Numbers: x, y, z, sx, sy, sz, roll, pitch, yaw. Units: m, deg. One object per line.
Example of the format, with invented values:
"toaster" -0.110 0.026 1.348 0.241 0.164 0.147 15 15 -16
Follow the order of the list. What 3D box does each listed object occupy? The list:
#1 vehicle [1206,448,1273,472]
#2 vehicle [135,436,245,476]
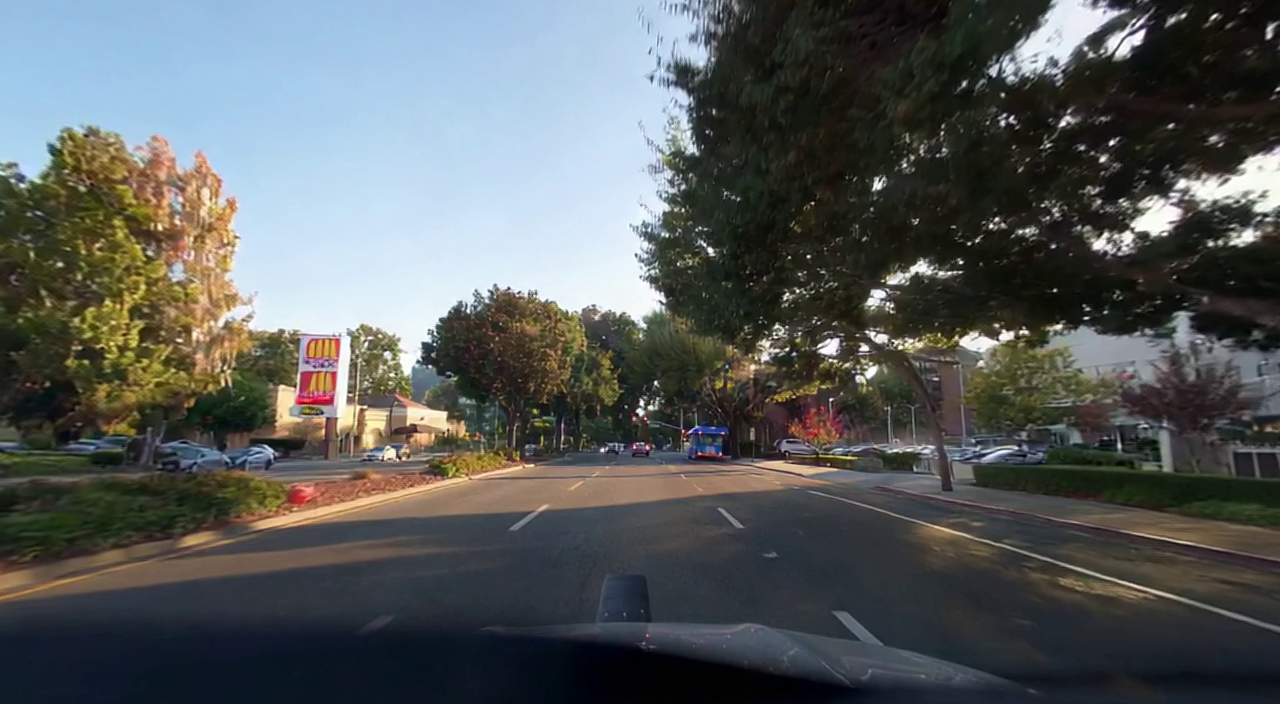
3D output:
"vehicle" 43.699 7.830 45.974 4.422 1.605 2.036 4 -10 -27
"vehicle" -22.349 5.184 31.620 2.040 1.788 4.595 -1 -9 1
